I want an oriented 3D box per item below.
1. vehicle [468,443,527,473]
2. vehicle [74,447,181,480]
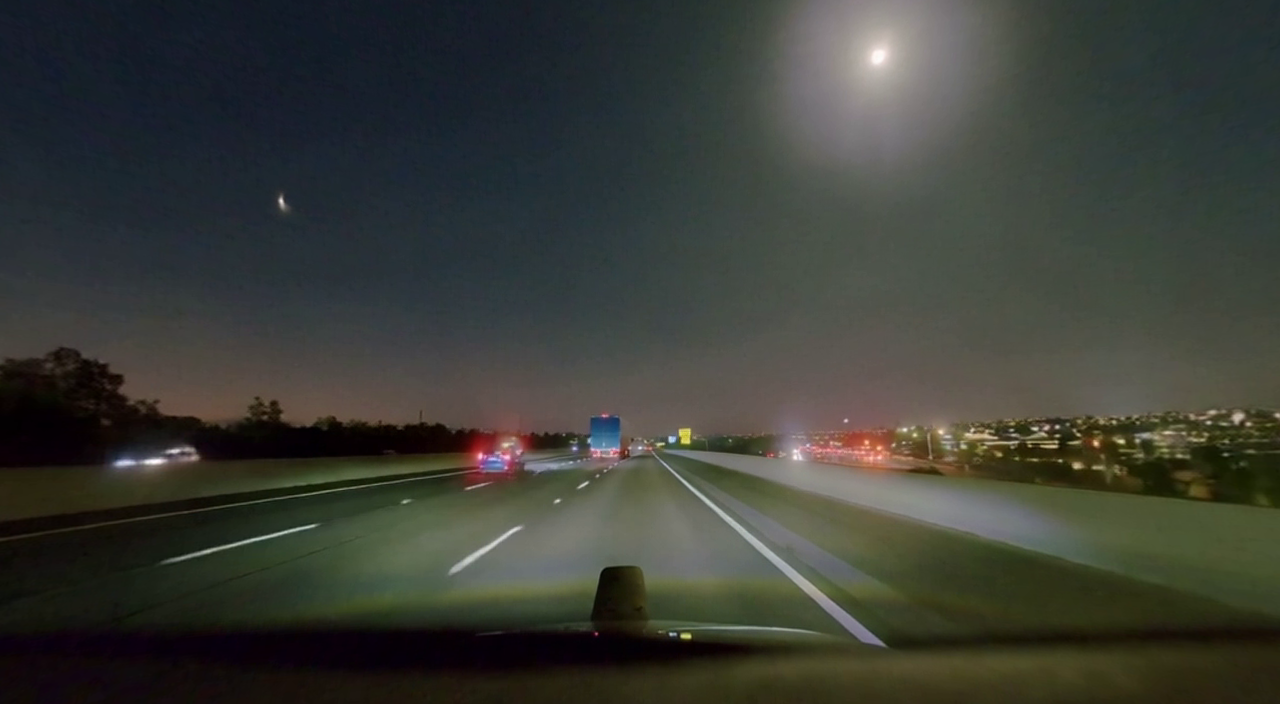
[{"bbox_3d":[-7.411,5.546,33.182,1.901,1.467,4.629,0,-8,2],"label":"vehicle"},{"bbox_3d":[-29.026,6.301,35.792,2.059,1.718,4.643,0,-8,1],"label":"vehicle"}]
